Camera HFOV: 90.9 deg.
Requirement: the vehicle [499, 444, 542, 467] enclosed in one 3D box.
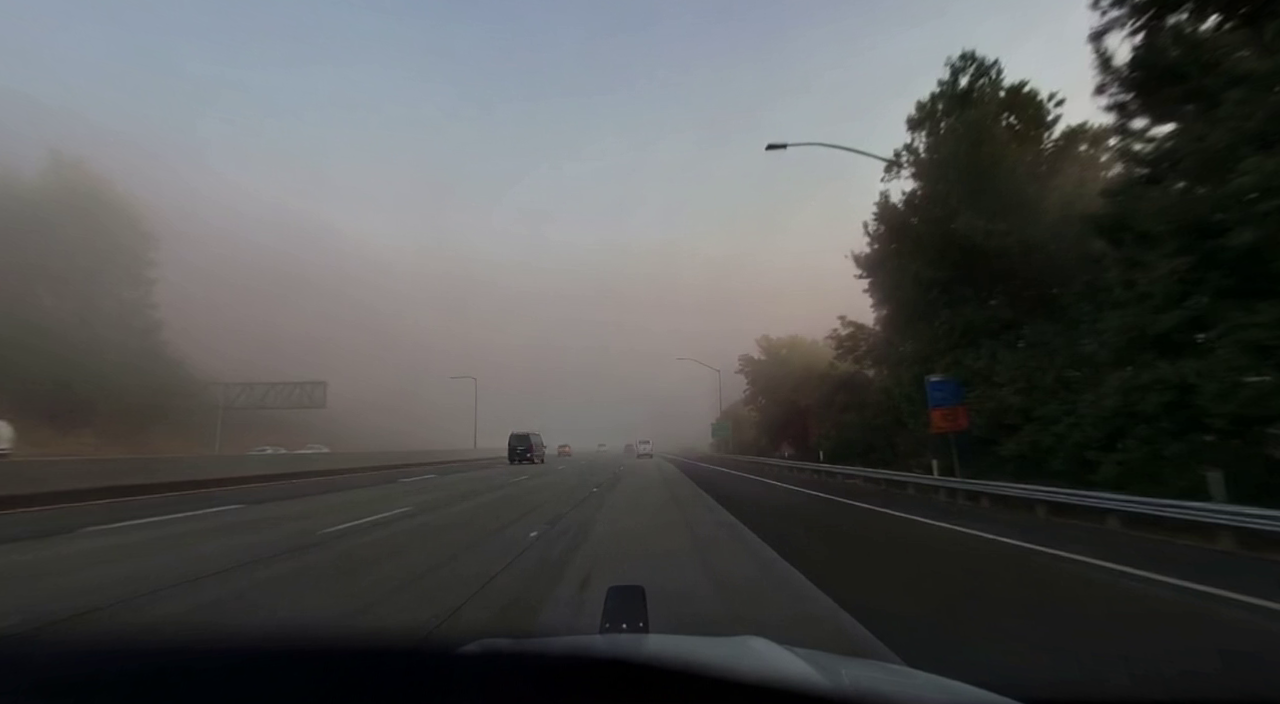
[{"bbox_3d":[-8.471,7.372,44.982,1.983,1.532,4.424,0,-8,3],"label":"vehicle"}]
